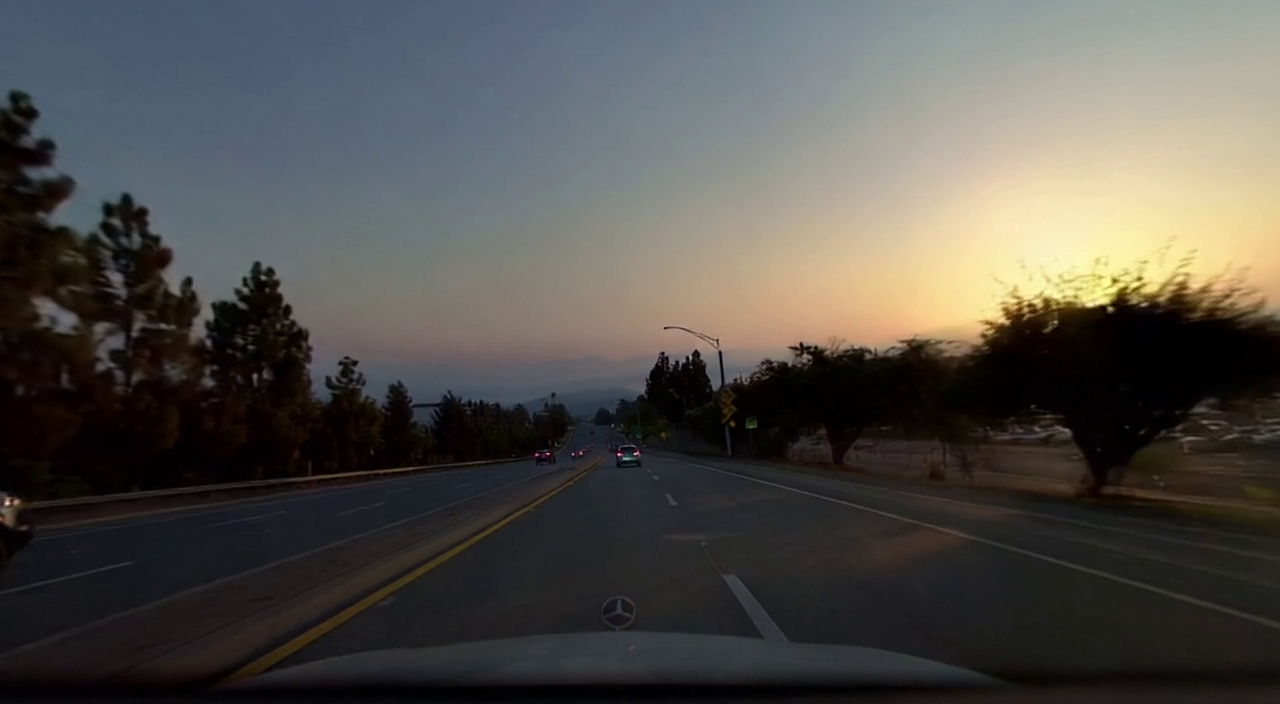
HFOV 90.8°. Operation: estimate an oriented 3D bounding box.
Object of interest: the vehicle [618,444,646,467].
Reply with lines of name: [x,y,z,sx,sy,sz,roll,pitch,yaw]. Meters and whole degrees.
vehicle: [-0.629,7.897,48.468,2.001,1.688,4.128,0,-8,-1]
